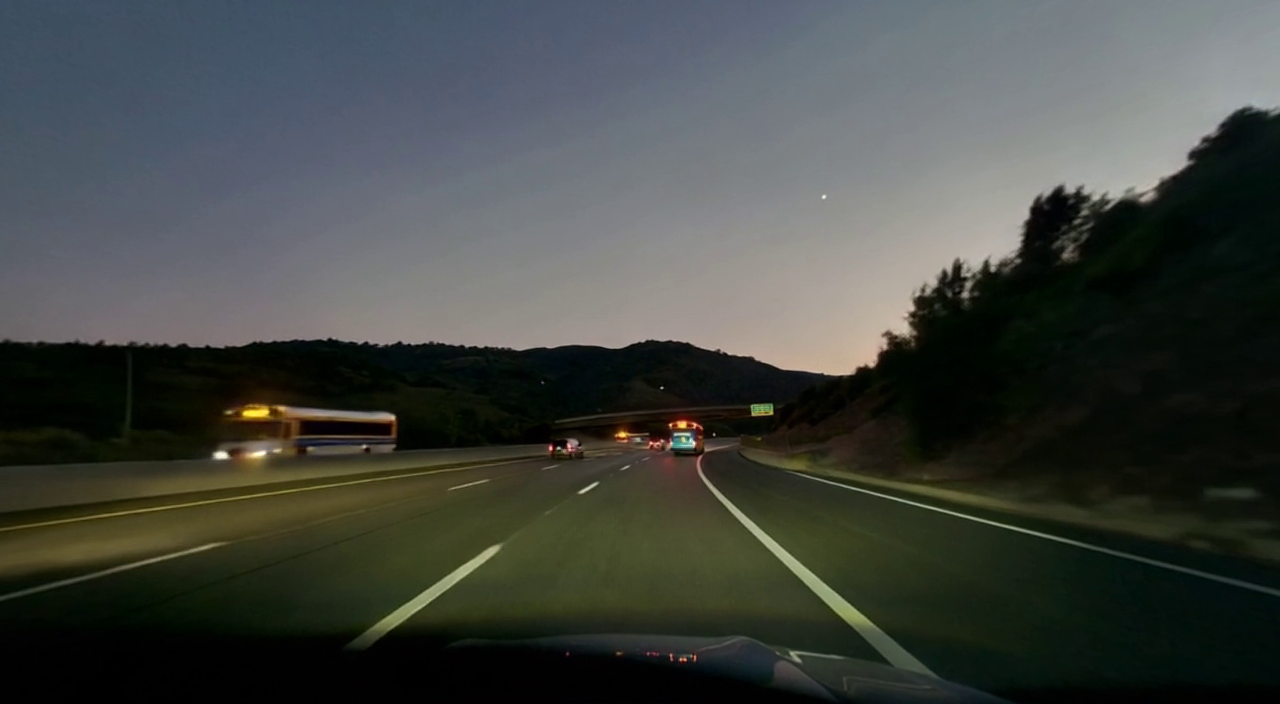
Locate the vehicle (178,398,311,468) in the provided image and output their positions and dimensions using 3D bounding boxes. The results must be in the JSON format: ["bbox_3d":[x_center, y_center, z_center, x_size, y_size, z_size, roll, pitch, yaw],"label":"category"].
[{"bbox_3d":[-23.246,4.895,37.631,3.011,3.757,6.767,-1,-8,5],"label":"vehicle"}]

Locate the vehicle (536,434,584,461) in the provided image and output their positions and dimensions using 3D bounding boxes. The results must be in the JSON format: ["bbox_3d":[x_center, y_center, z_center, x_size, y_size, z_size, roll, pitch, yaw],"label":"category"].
[{"bbox_3d":[-5.171,6.261,41.495,2.106,1.704,4.637,-1,-8,6],"label":"vehicle"}]
